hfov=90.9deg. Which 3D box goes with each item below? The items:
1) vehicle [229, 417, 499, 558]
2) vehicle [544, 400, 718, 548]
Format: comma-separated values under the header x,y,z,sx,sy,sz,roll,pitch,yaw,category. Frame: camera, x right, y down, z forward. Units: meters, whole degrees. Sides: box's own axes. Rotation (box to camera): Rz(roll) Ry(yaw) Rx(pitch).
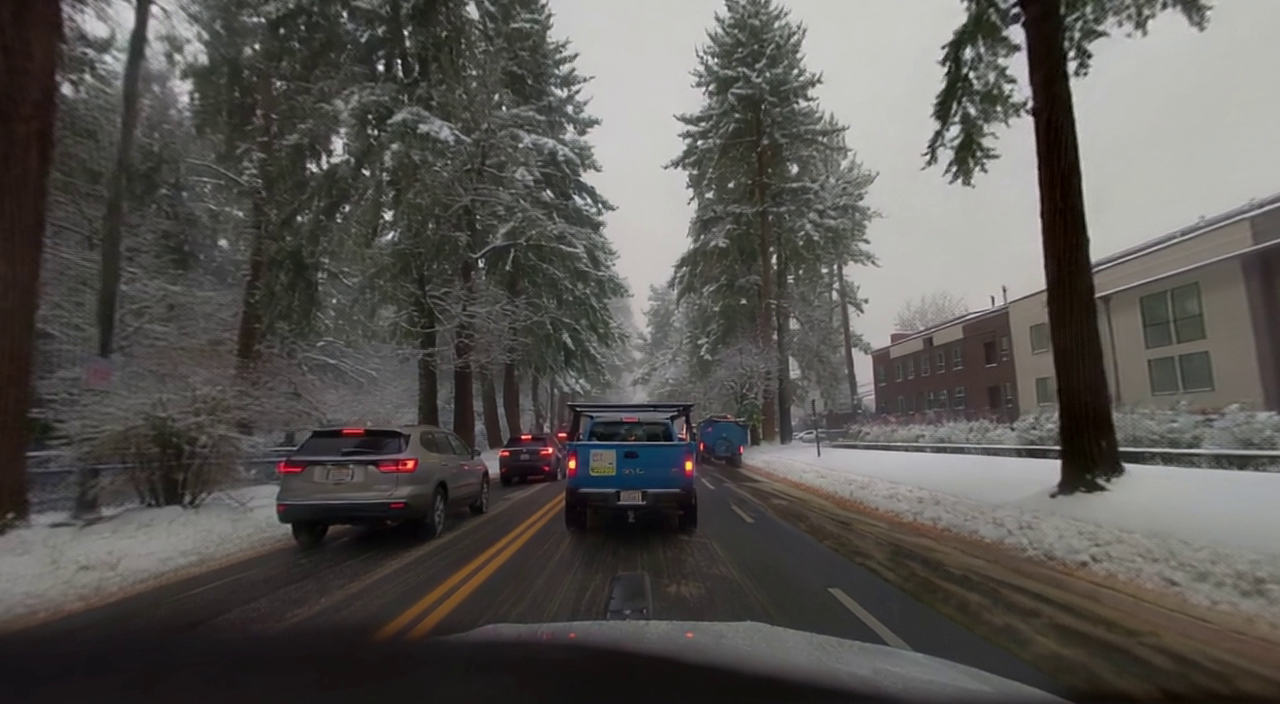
x,y,z,sx,sy,sz,roll,pitch,yaw,category
-3.750,1.921,9.727,1.959,1.614,4.676,0,-8,1,vehicle
-0.089,1.757,9.627,2.075,1.770,4.018,0,-8,1,vehicle
